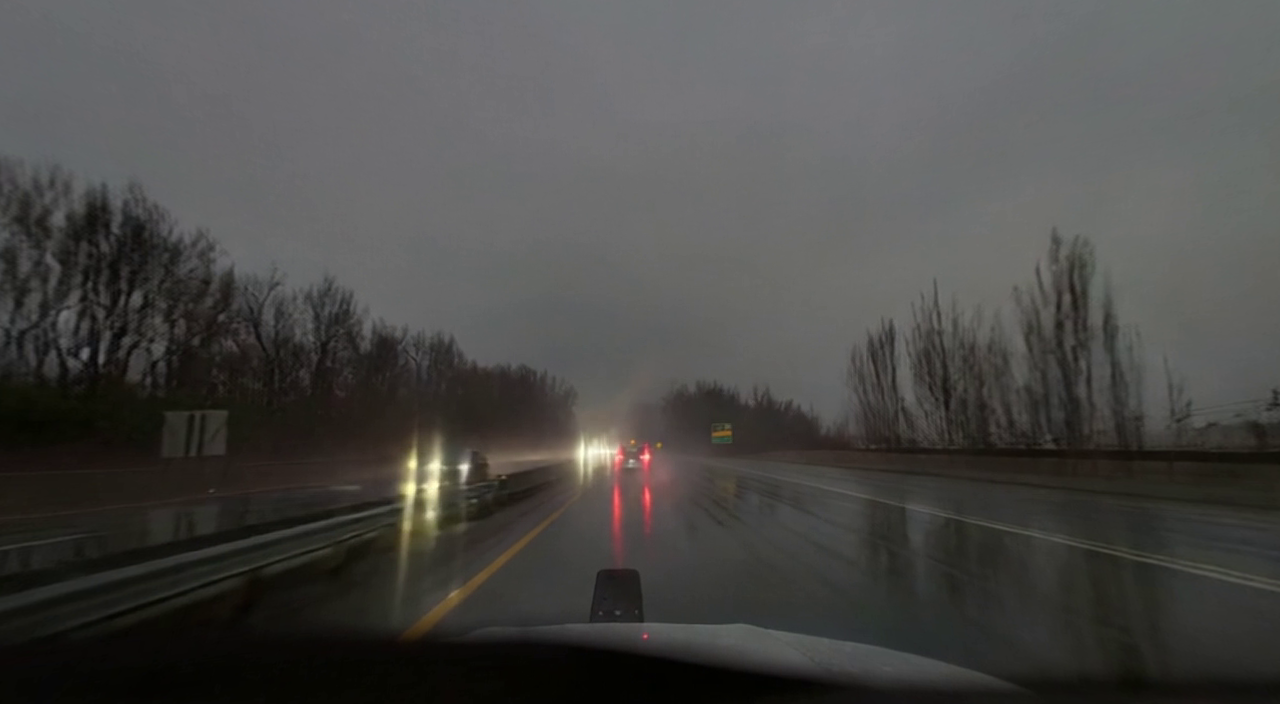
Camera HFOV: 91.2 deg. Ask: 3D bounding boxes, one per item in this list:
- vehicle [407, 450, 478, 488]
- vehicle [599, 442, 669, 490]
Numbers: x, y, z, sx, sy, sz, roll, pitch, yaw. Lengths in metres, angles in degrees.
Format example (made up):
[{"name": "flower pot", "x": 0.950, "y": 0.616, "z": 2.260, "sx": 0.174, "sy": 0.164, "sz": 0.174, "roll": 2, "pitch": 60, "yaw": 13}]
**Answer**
[{"name": "vehicle", "x": -8.657, "y": 5.134, "z": 27.805, "sx": 1.889, "sy": 1.493, "sz": 4.022, "roll": 0, "pitch": -9, "yaw": -1}, {"name": "vehicle", "x": -0.255, "y": 3.981, "z": 22.177, "sx": 2.244, "sy": 1.506, "sz": 4.097, "roll": 0, "pitch": -9, "yaw": -1}]
